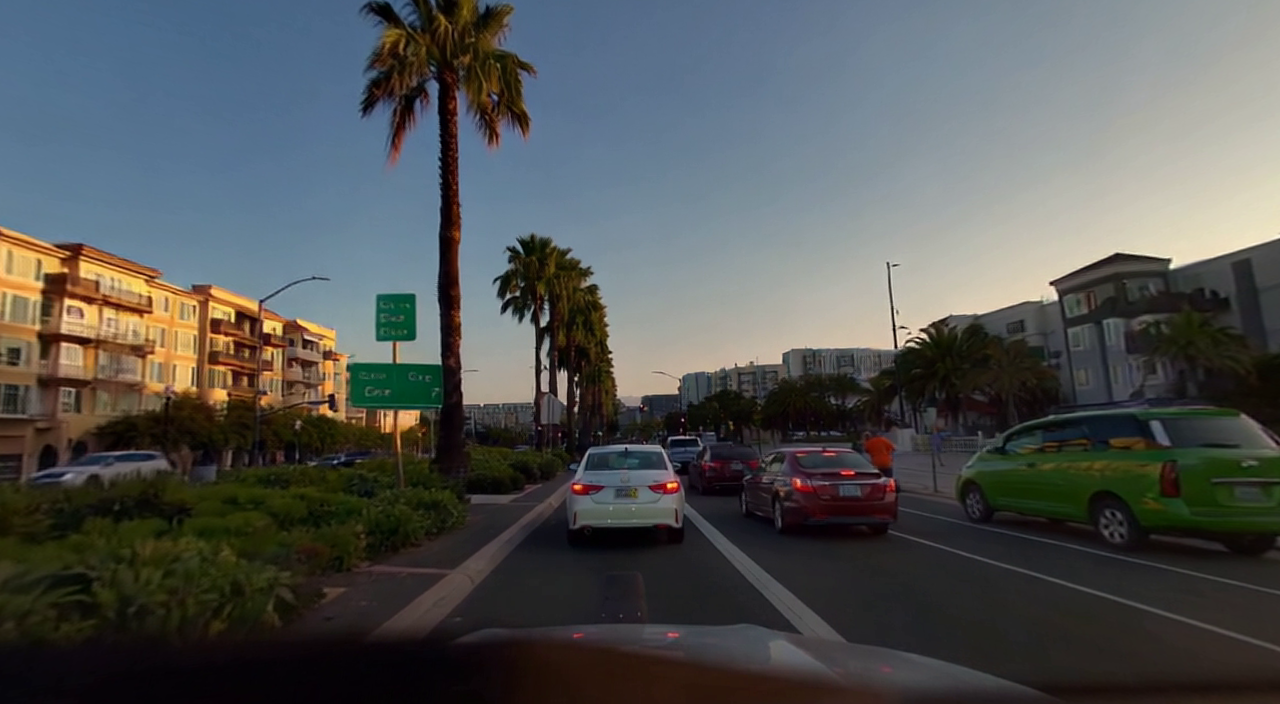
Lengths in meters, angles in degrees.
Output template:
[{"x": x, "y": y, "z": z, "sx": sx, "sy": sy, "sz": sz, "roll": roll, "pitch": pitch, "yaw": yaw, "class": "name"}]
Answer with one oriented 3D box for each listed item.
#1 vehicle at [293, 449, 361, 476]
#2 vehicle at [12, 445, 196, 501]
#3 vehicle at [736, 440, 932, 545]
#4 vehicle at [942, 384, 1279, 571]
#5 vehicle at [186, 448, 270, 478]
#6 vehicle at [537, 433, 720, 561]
[{"x": -20.736, "y": 7.308, "z": 42.138, "sx": 2.053, "sy": 1.631, "sz": 4.900, "roll": 0, "pitch": -9, "yaw": 0, "class": "vehicle"}, {"x": -20.372, "y": 4.566, "z": 24.511, "sx": 2.306, "sy": 1.880, "sz": 5.537, "roll": 0, "pitch": -8, "yaw": -1, "class": "vehicle"}, {"x": 3.070, "y": 2.311, "z": 11.148, "sx": 1.925, "sy": 1.451, "sz": 4.436, "roll": 0, "pitch": -8, "yaw": -2, "class": "vehicle"}, {"x": 7.208, "y": 1.802, "z": 9.875, "sx": 2.254, "sy": 2.072, "sz": 5.577, "roll": 0, "pitch": -8, "yaw": 1, "class": "vehicle"}, {"x": -28.346, "y": 7.595, "z": 43.737, "sx": 2.115, "sy": 1.884, "sz": 5.481, "roll": 0, "pitch": -8, "yaw": -1, "class": "vehicle"}, {"x": -0.162, "y": 2.018, "z": 9.518, "sx": 2.158, "sy": 1.498, "sz": 3.919, "roll": 0, "pitch": -8, "yaw": -1, "class": "vehicle"}]
